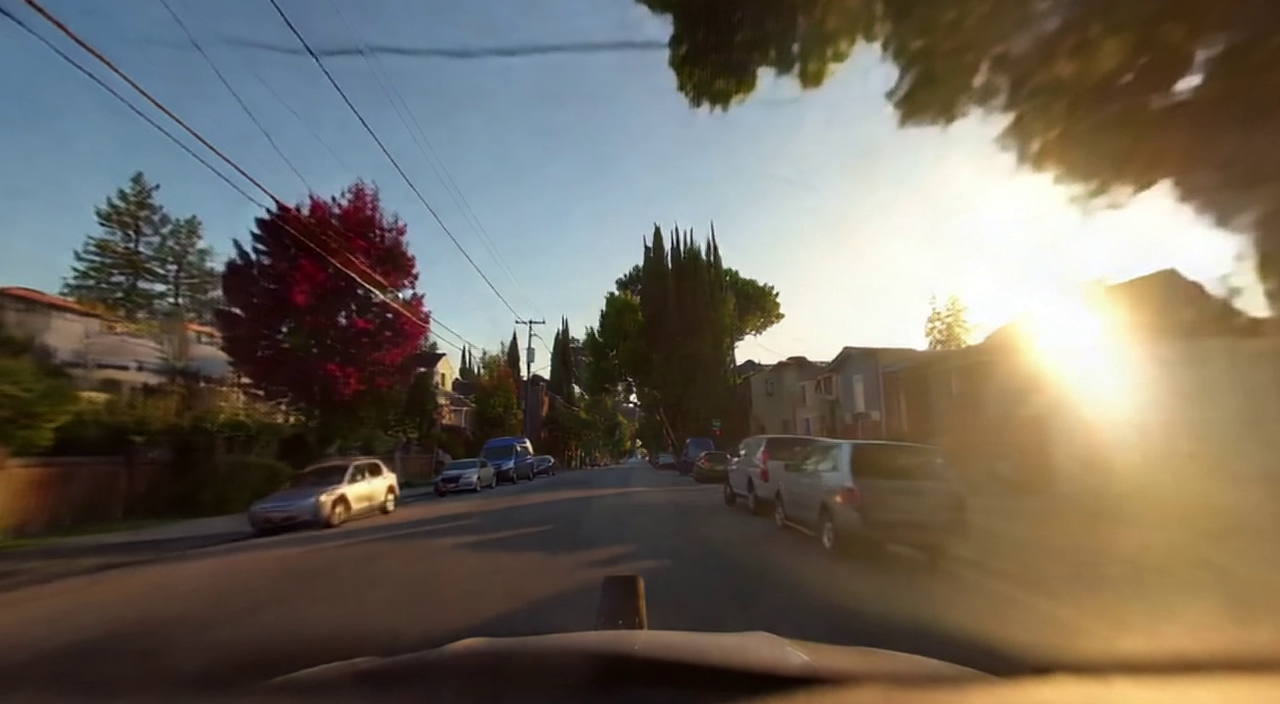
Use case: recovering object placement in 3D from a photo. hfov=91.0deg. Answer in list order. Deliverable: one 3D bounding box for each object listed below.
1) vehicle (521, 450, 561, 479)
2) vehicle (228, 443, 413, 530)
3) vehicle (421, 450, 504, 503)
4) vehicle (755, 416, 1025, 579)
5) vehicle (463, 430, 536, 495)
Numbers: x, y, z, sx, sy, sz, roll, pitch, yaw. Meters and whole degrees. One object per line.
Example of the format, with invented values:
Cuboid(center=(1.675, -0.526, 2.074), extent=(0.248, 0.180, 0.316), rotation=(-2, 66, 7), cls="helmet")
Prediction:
Cuboid(center=(-7.061, 8.037, 45.333), extent=(2.057, 1.632, 4.730), rotation=(1, -6, 0), cls="vehicle")
Cuboid(center=(-6.945, 2.896, 14.311), extent=(1.874, 1.569, 4.318), rotation=(1, -8, 1), cls="vehicle")
Cuboid(center=(-7.058, 4.958, 25.532), extent=(2.027, 1.563, 4.594), rotation=(-2, -5, 0), cls="vehicle")
Cuboid(center=(3.183, 1.958, 9.284), extent=(2.013, 1.775, 4.570), rotation=(0, -9, -1), cls="vehicle")
Cuboid(center=(-7.122, 5.583, 32.602), extent=(2.508, 2.712, 5.809), rotation=(0, -4, -1), cls="vehicle")
